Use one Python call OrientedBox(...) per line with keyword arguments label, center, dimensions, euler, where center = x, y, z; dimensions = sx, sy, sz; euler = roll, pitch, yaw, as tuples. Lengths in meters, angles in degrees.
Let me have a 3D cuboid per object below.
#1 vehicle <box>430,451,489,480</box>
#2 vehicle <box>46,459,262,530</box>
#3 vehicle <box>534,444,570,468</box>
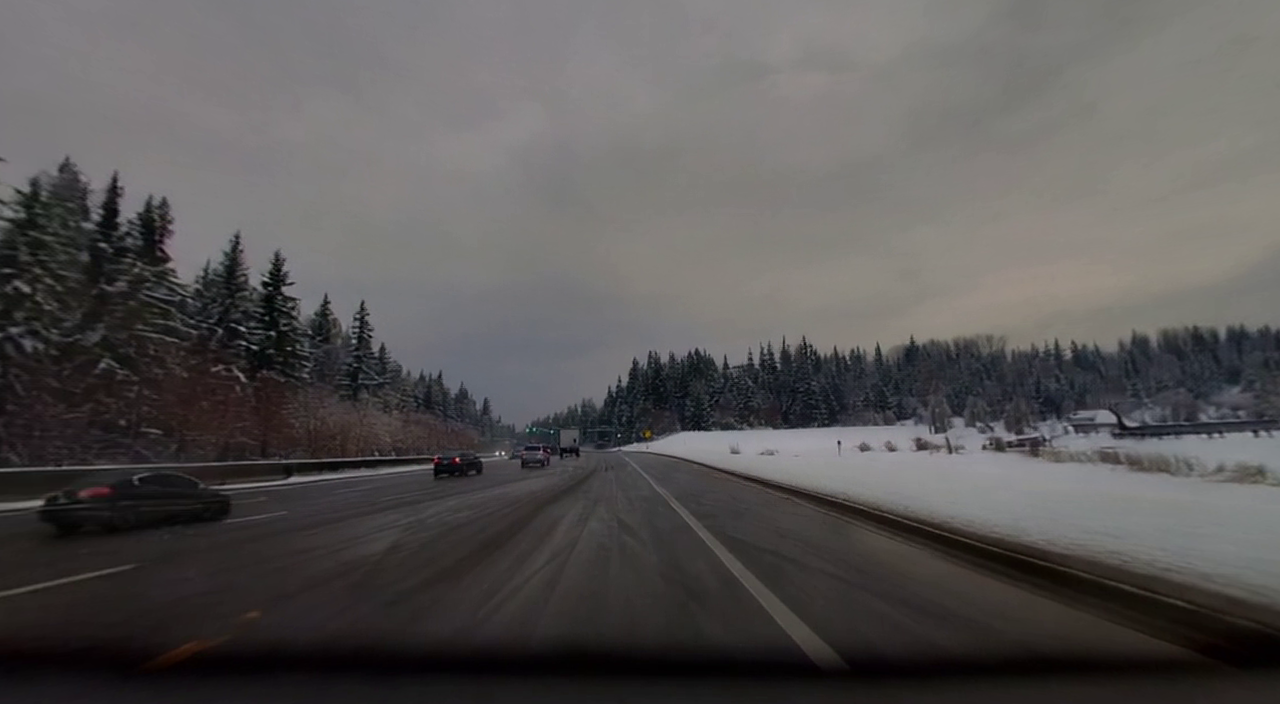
OrientedBox(label="vehicle", center=(-10.505, 6.629, 37.179), dimensions=(1.886, 1.535, 4.742), euler=(-1, -8, 3))
OrientedBox(label="vehicle", center=(-12.413, 3.625, 16.631), dimensions=(1.781, 1.476, 4.513), euler=(-1, -8, 6))
OrientedBox(label="vehicle", center=(-6.646, 7.927, 48.303), dimensions=(2.049, 1.699, 4.860), euler=(0, -8, 1))
